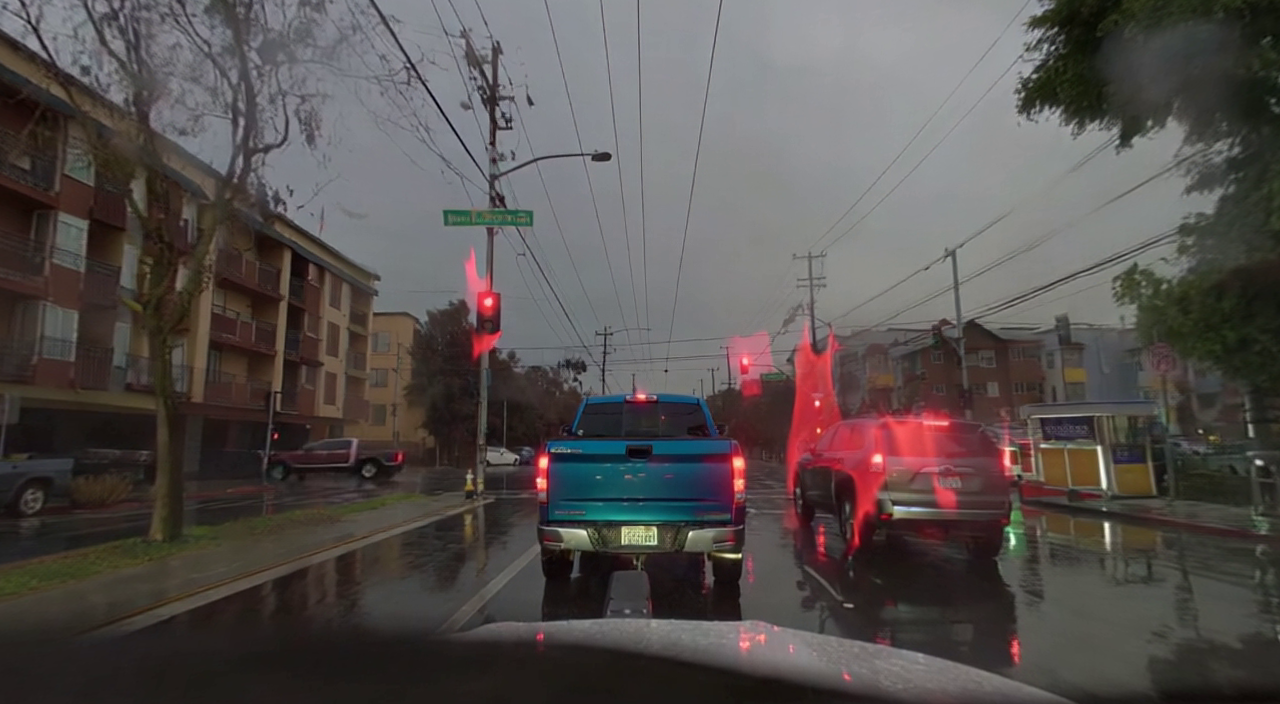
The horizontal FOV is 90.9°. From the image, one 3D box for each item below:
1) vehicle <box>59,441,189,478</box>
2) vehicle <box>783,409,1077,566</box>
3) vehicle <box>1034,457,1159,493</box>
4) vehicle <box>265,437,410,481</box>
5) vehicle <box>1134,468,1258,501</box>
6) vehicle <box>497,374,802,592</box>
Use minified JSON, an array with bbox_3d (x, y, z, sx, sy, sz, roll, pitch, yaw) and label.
[{"bbox_3d":[-24.848,5.156,30.458,4.563,1.692,1.778,0,-8,-2],"label":"vehicle"},{"bbox_3d":[3.842,1.883,9.584,2.131,1.759,4.762,0,-8,-1],"label":"vehicle"},{"bbox_3d":[21.740,5.860,30.164,4.498,1.618,1.843,0,-9,0],"label":"vehicle"},{"bbox_3d":[-12.640,4.493,26.589,5.043,1.766,1.980,0,-8,-1],"label":"vehicle"},{"bbox_3d":[26.372,6.283,30.008,4.071,1.388,1.884,0,-8,1],"label":"vehicle"},{"bbox_3d":[0.112,1.557,8.308,2.738,1.959,5.070,0,-8,1],"label":"vehicle"}]
